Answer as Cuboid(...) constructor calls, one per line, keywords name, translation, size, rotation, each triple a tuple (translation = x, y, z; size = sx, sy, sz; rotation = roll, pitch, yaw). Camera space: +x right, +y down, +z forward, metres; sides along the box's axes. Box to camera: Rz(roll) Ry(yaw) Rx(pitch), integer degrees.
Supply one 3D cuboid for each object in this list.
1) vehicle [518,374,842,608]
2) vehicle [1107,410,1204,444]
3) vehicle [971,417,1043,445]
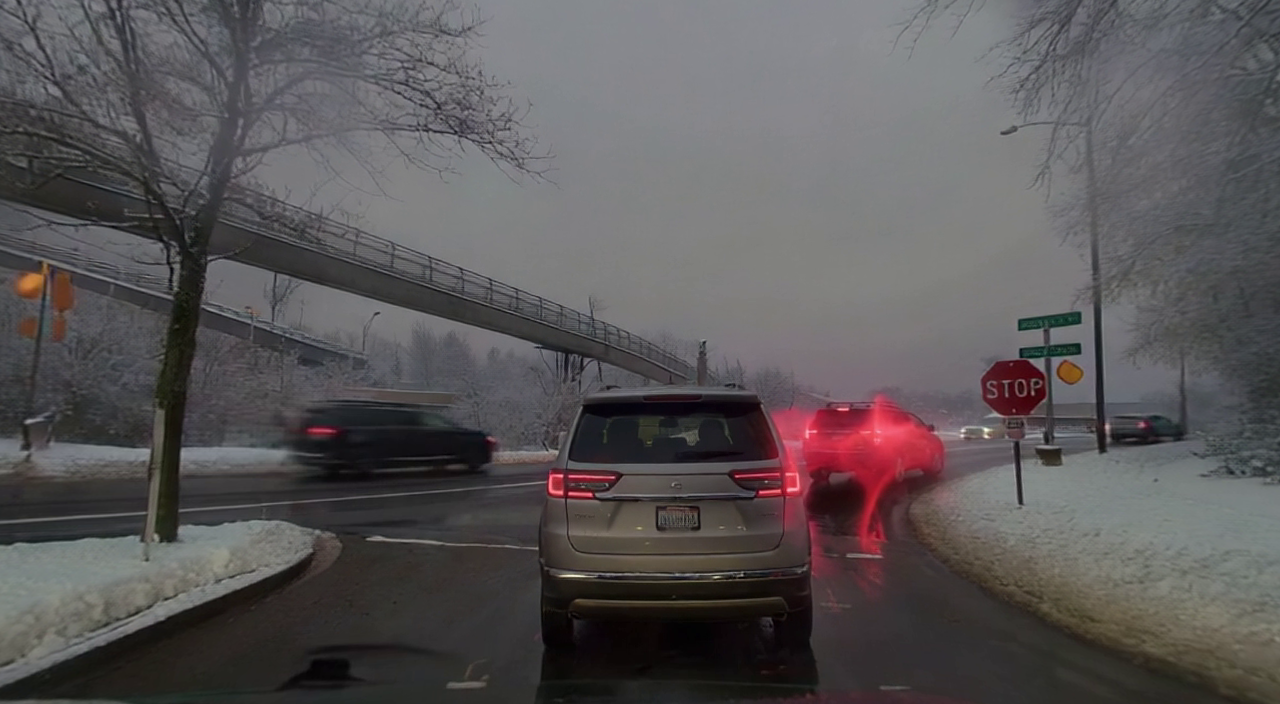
Cuboid(name="vehicle", translation=(0.305, 1.401, 7.129), size=(2.494, 1.804, 4.336), rotation=(0, -9, 0))
Cuboid(name="vehicle", translation=(28.775, 4.248, 35.158), size=(5.166, 1.791, 2.131), rotation=(4, -10, -27))
Cuboid(name="vehicle", translation=(24.223, 5.223, 41.621), size=(4.557, 1.712, 1.913), rotation=(3, -8, -29))
